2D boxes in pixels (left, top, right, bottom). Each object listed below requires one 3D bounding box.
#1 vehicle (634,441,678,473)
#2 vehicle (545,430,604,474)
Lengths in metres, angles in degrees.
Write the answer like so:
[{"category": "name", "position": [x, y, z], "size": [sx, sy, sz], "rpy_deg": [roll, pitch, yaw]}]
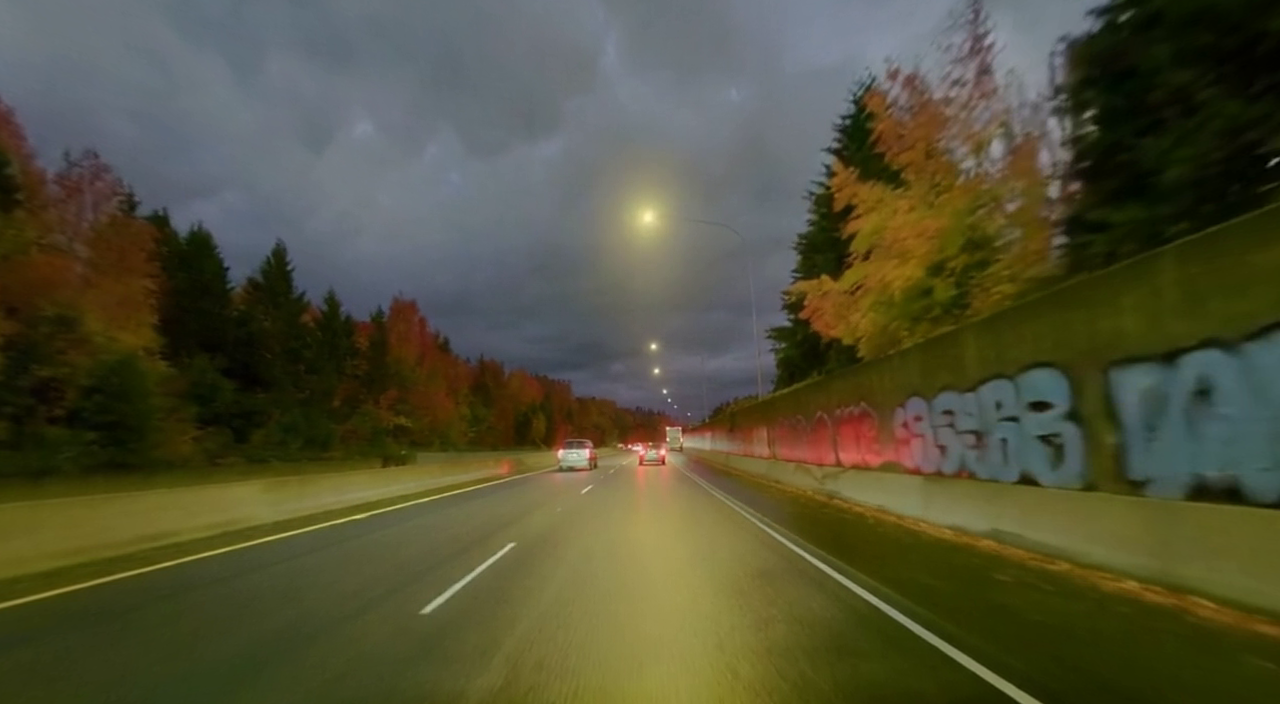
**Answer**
[{"category": "vehicle", "position": [0.773, 5.204, 31.468], "size": [2.071, 1.487, 3.948], "rpy_deg": [0, -8, 1]}, {"category": "vehicle", "position": [-3.178, 4.990, 31.657], "size": [2.199, 1.973, 5.078], "rpy_deg": [0, -8, 2]}]
